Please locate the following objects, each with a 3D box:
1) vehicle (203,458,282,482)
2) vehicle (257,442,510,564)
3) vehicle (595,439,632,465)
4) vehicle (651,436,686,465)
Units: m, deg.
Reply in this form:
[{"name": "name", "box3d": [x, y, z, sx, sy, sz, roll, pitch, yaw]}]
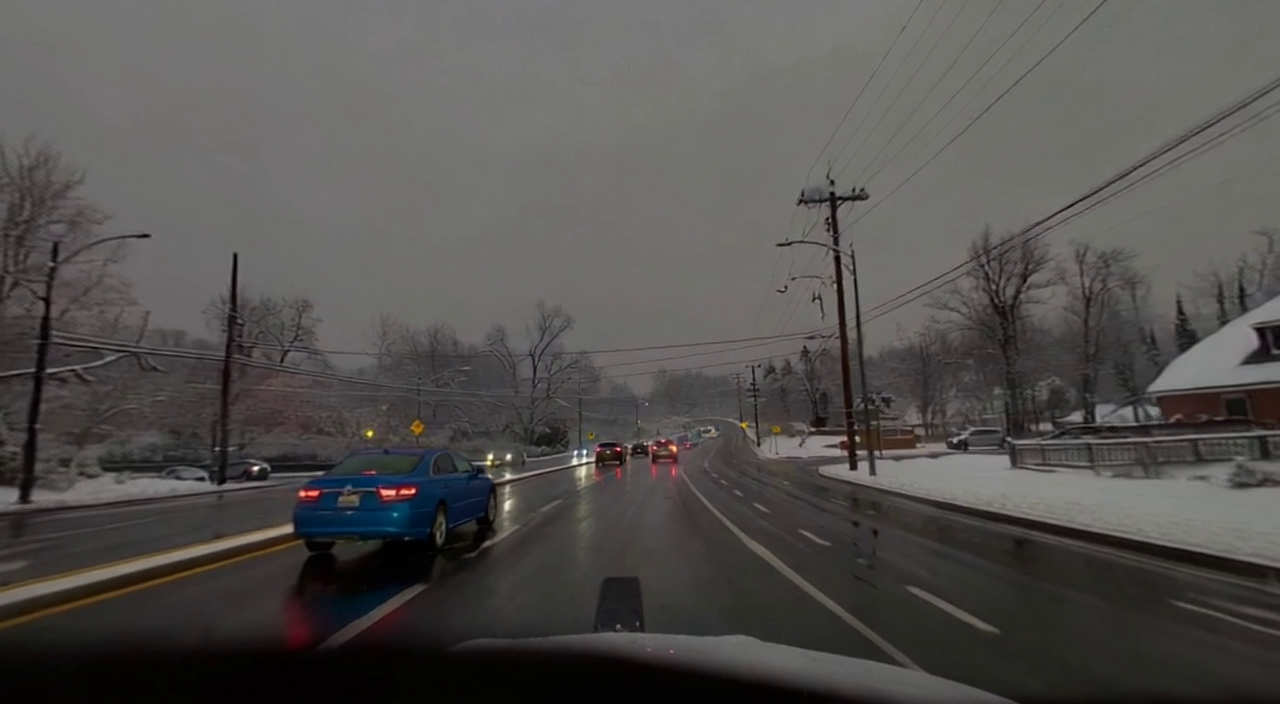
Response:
[{"name": "vehicle", "box3d": [-26.203, 7.779, 41.674, 4.240, 1.442, 1.574, -1, -8, 6]}, {"name": "vehicle", "box3d": [-3.468, 2.092, 9.661, 1.901, 1.409, 4.442, 0, -8, 2]}, {"name": "vehicle", "box3d": [-1.756, 6.848, 43.338, 1.899, 1.685, 4.121, -1, -8, 6]}, {"name": "vehicle", "box3d": [1.990, 6.668, 42.812, 2.155, 1.836, 4.250, -1, -8, 6]}]
